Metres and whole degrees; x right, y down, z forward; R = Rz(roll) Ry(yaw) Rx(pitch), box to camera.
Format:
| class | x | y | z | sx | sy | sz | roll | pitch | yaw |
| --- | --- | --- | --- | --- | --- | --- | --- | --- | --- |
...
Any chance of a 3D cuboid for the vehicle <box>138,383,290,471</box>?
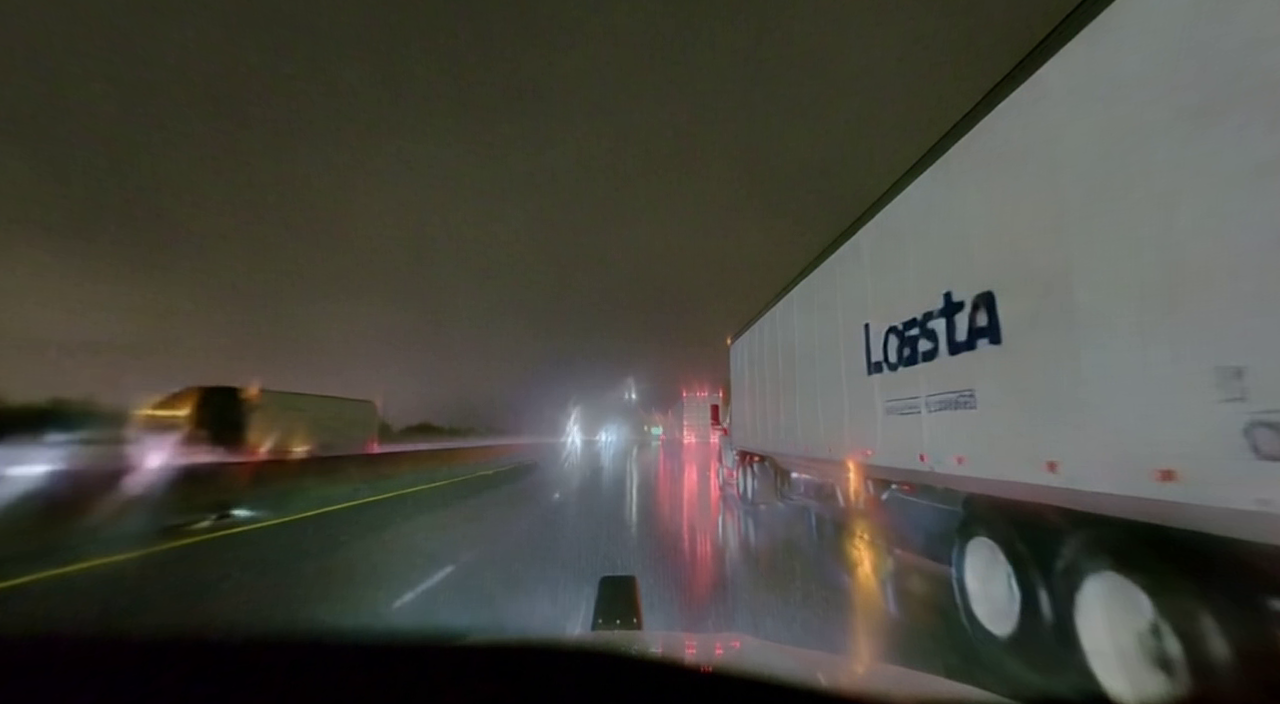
| class | x | y | z | sx | sy | sz | roll | pitch | yaw |
| --- | --- | --- | --- | --- | --- | --- | --- | --- | --- |
| vehicle | -20.344 | 3.701 | 30.599 | 2.996 | 3.848 | 6.056 | 0 | -8 | 0 |

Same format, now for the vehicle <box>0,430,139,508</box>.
| class | x | y | z | sx | sy | sz | roll | pitch | yaw |
| --- | --- | --- | --- | --- | --- | --- | --- | --- | --- |
| vehicle | -13.737 | 2.517 | 13.835 | 1.847 | 1.544 | 4.263 | 0 | -8 | 1 |

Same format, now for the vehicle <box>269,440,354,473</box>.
| class | x | y | z | sx | sy | sz | roll | pitch | yaw |
| --- | --- | --- | --- | --- | --- | --- | --- | --- | --- |
| vehicle | -16.168 | 5.129 | 31.188 | 1.835 | 1.485 | 4.359 | 0 | -8 | 0 |
